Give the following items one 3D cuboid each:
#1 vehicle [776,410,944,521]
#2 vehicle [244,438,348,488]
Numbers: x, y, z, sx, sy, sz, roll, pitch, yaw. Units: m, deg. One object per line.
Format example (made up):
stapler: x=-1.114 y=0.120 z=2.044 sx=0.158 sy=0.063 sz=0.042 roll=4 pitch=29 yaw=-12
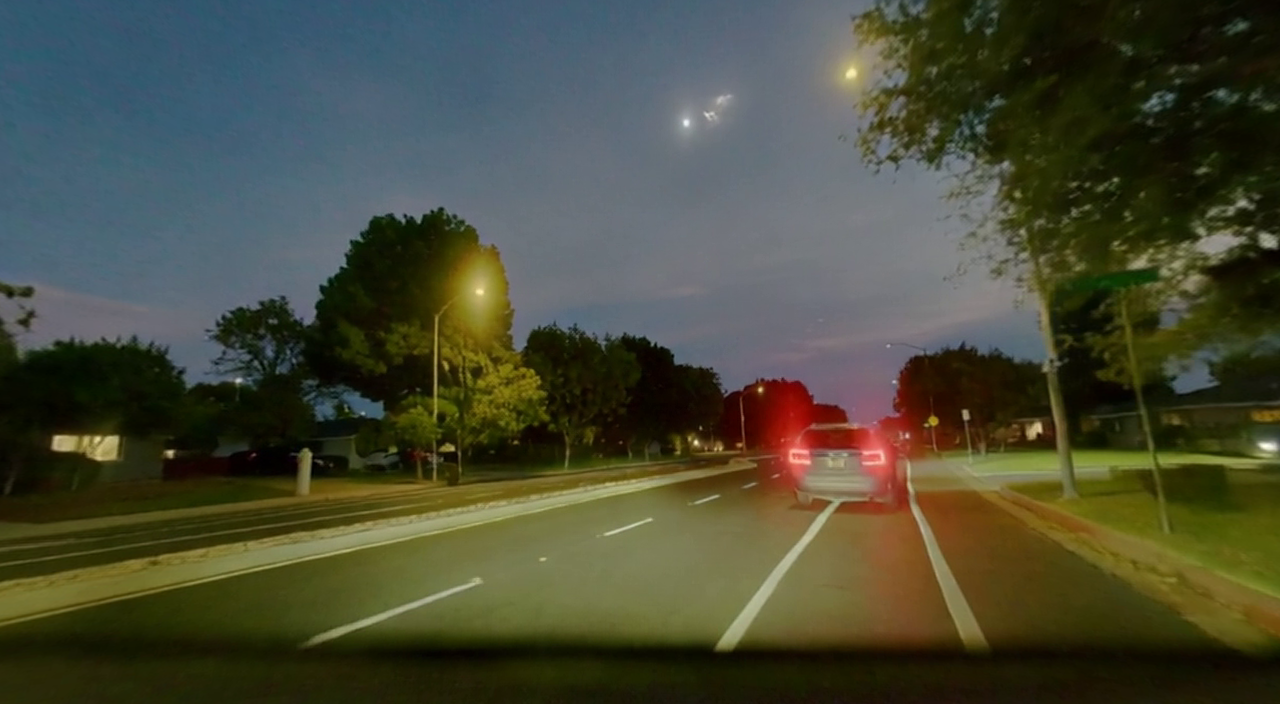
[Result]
vehicle: x=4.511 y=2.126 z=12.449 sx=2.018 sy=1.733 sz=4.546 roll=-6 pitch=-9 yaw=32
vehicle: x=-20.399 y=6.568 z=37.694 sx=2.329 sy=2.631 sz=5.560 roll=-5 pitch=-9 yaw=12
